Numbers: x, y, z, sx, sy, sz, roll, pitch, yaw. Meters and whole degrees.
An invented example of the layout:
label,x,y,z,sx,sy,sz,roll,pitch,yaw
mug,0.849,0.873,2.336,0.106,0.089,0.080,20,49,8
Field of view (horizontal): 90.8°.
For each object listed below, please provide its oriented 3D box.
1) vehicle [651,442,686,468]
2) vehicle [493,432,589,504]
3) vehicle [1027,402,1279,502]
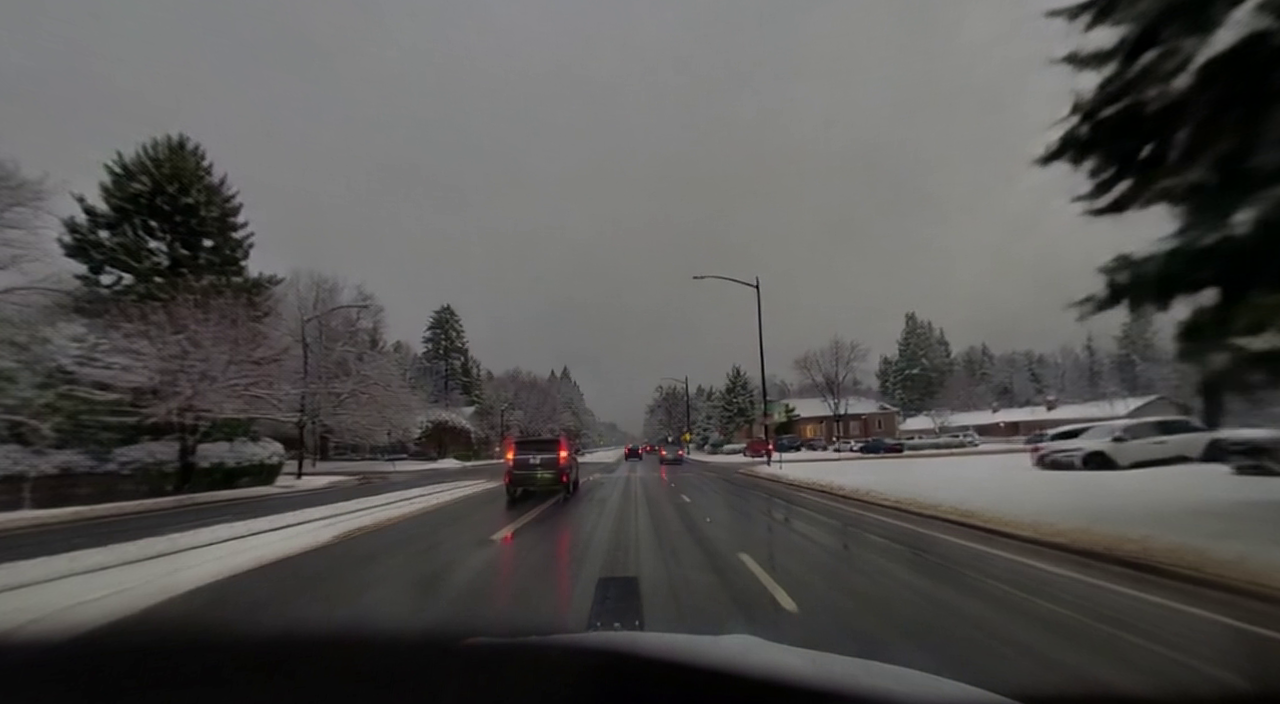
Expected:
label,x,y,z,sx,sy,sz,roll,pitch,yaw
vehicle,1.784,6.629,40.837,2.003,1.614,4.072,0,-9,-1
vehicle,-2.570,3.141,17.622,2.205,1.706,4.904,0,-9,-4
vehicle,11.333,2.140,13.662,4.560,1.842,2.048,-8,-12,43
